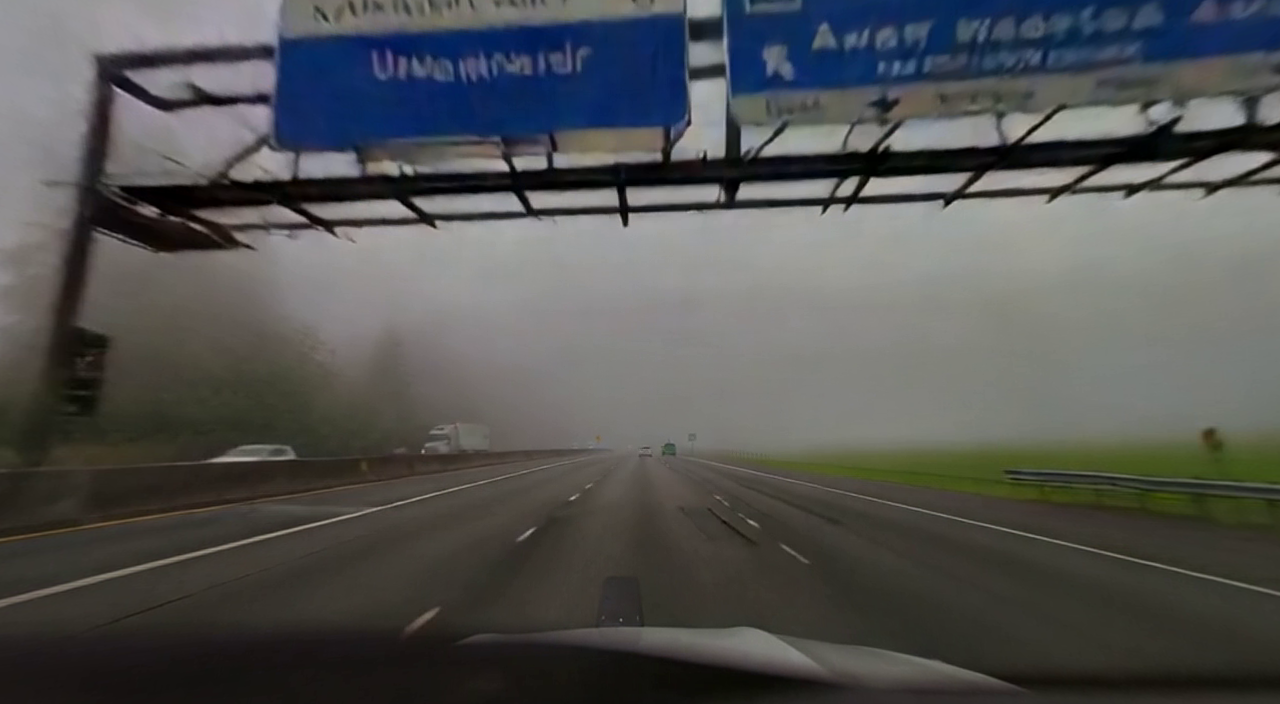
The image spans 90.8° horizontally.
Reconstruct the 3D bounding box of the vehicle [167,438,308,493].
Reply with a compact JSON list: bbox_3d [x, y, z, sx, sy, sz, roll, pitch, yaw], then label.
[{"bbox_3d":[-14.679,4.145,23.412,2.040,1.827,4.736,0,-9,0],"label":"vehicle"}]
